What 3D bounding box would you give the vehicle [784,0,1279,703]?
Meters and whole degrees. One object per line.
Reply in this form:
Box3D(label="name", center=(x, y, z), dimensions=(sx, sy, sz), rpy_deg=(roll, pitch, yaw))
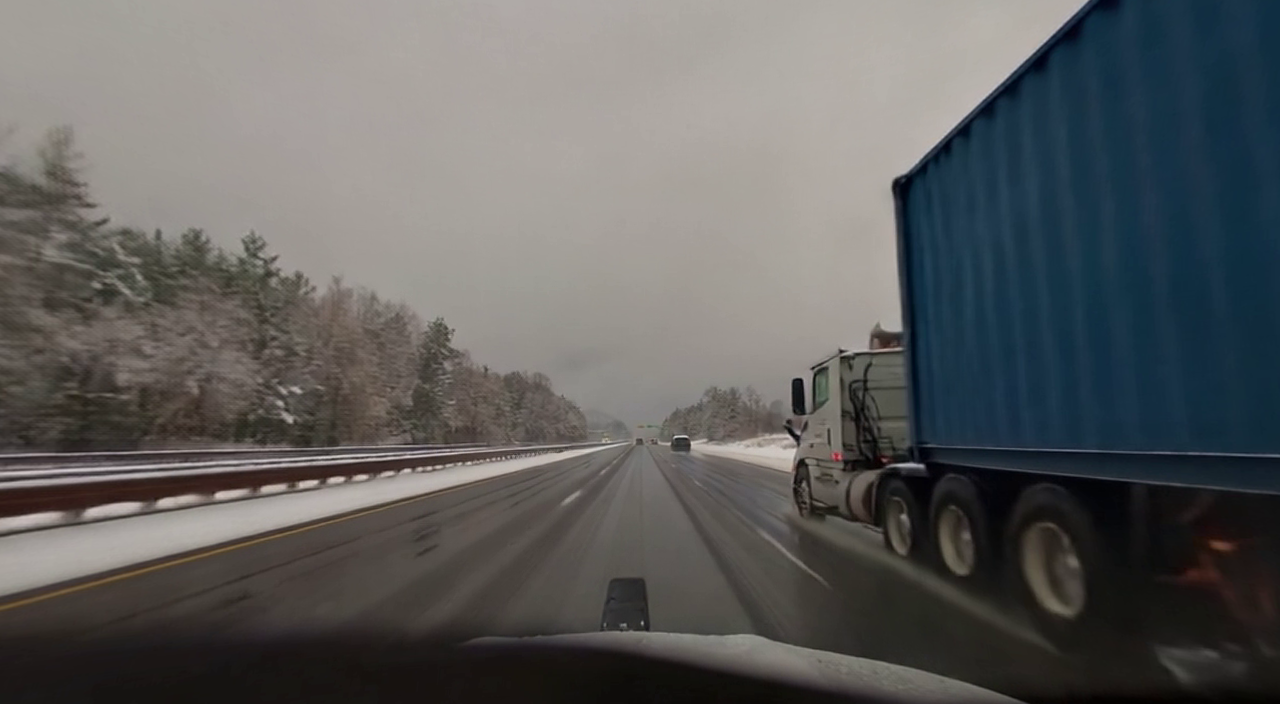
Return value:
Box3D(label="vehicle", center=(3.979, -0.121, 4.577), dimensions=(2.903, 4.003, 13.046), rpy_deg=(0, -8, 1))
